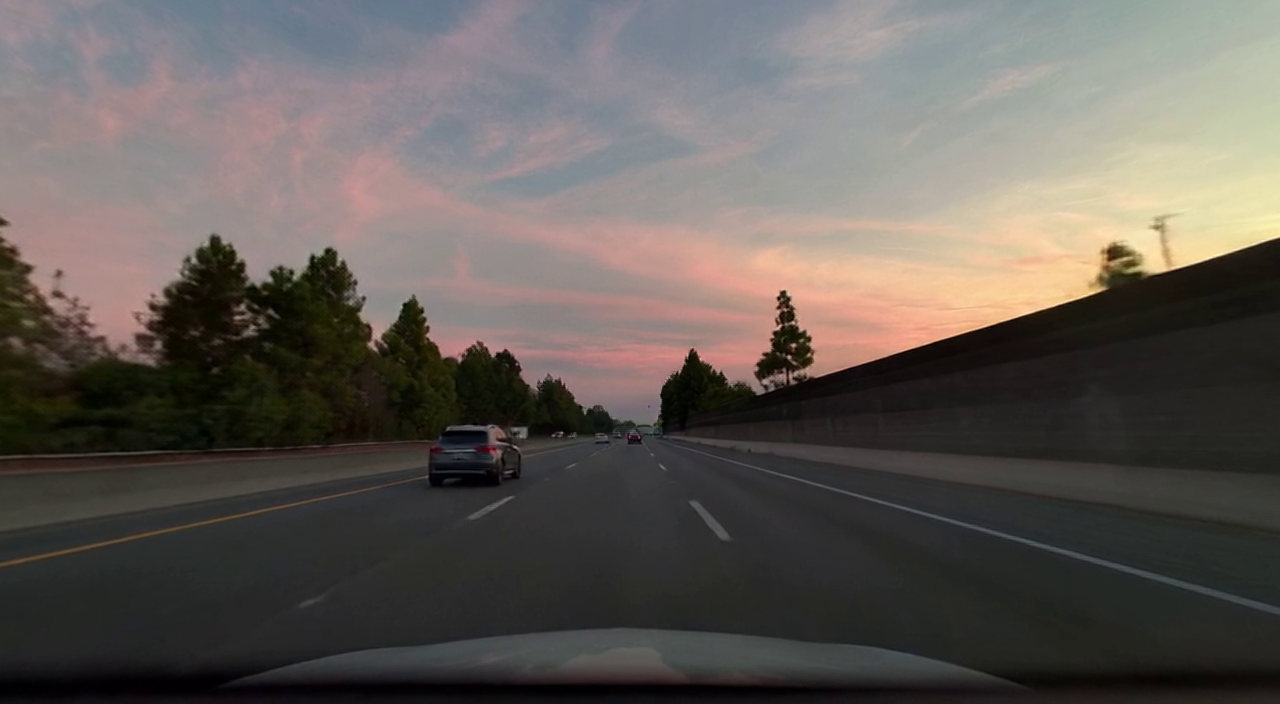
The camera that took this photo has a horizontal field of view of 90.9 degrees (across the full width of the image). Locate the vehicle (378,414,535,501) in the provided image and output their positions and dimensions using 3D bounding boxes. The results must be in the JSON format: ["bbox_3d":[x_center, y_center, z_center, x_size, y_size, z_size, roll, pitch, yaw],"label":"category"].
[{"bbox_3d":[-4.081,2.439,15.019,2.306,1.730,4.606,0,-8,1],"label":"vehicle"}]
